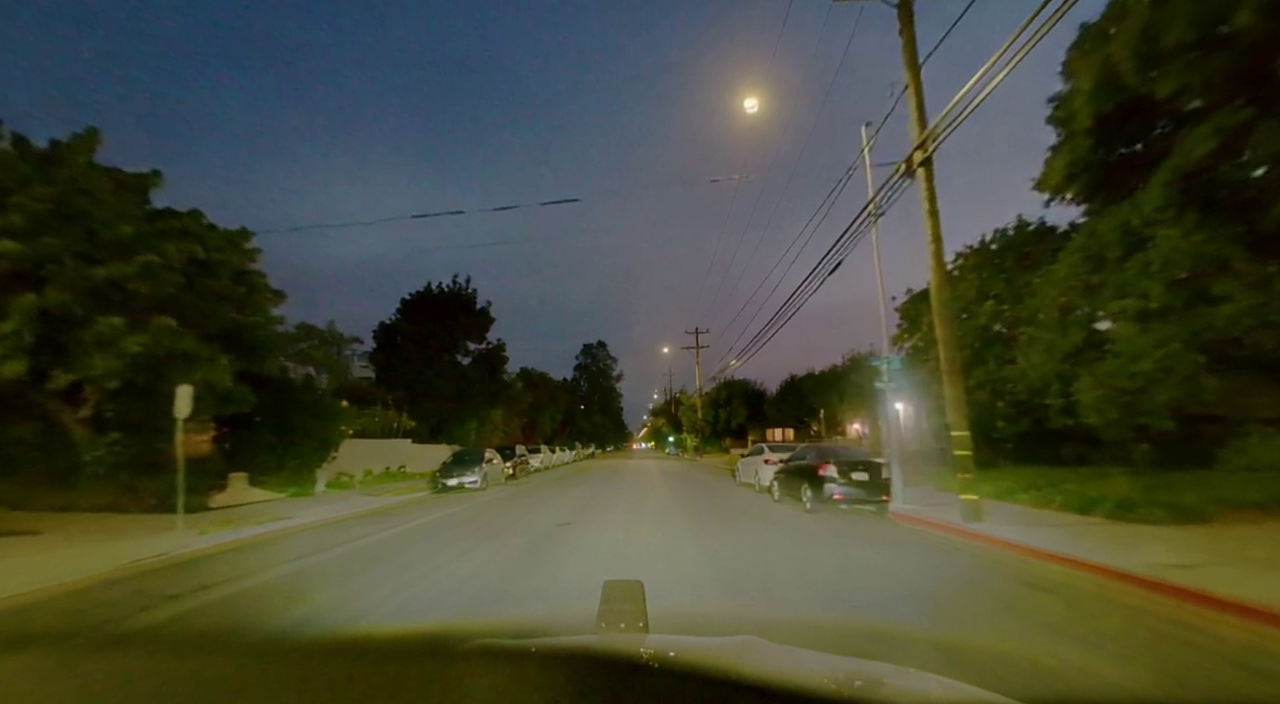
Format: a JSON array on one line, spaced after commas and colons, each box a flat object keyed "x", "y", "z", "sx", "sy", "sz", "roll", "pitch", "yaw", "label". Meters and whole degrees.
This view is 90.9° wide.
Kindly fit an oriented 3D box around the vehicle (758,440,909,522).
[{"x": 3.853, "y": 2.621, "z": 13.369, "sx": 1.851, "sy": 1.438, "sz": 4.177, "roll": 0, "pitch": -9, "yaw": 0, "label": "vehicle"}]

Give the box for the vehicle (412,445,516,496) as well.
[{"x": -5.977, "y": 4.067, "z": 22.152, "sx": 2.231, "sy": 1.492, "sz": 4.727, "roll": 0, "pitch": -8, "yaw": 1, "label": "vehicle"}]
